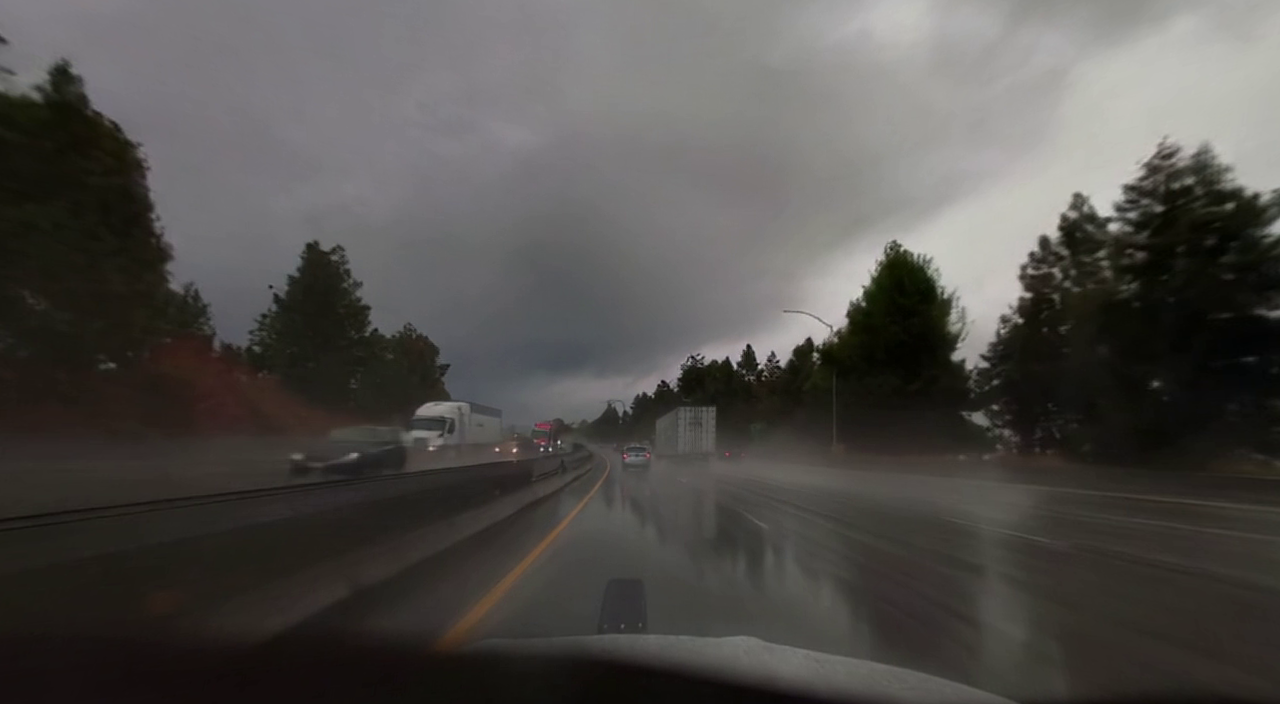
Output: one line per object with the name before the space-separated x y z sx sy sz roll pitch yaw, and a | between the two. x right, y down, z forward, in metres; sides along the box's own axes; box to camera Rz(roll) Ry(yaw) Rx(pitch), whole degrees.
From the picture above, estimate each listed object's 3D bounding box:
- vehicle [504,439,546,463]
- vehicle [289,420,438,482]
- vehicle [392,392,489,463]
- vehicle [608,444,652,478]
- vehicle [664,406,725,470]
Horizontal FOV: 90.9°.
vehicle | -7.858 6.822 43.411 1.993 1.486 5.318 0 -9 -1
vehicle | -7.459 2.780 17.702 1.958 1.489 4.997 0 -9 -1
vehicle | -12.211 4.949 39.853 2.937 3.843 10.296 0 -9 -1
vehicle | -0.513 5.485 31.901 2.111 1.599 3.859 0 -9 -1
vehicle | 3.657 6.424 46.130 2.931 4.009 12.800 0 -9 -2
